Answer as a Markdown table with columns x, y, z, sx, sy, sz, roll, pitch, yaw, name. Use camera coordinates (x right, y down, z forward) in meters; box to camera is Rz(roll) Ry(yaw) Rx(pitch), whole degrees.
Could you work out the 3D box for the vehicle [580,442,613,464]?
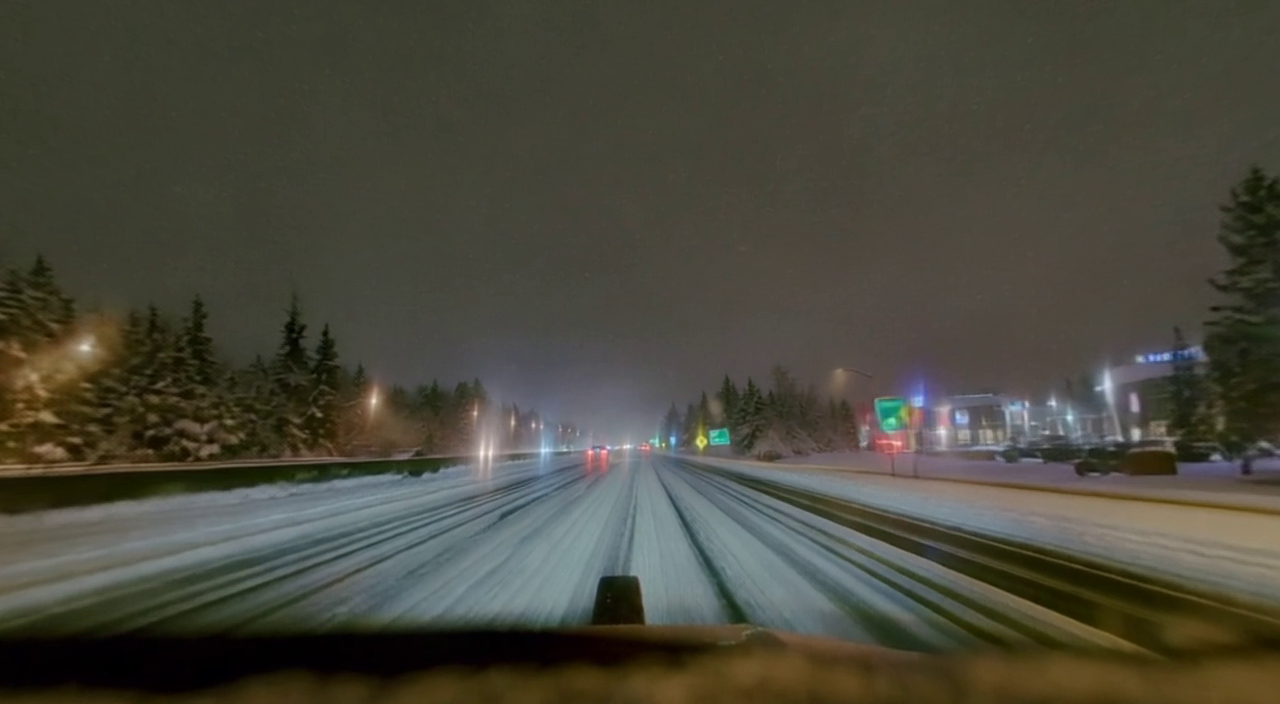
| x | y | z | sx | sy | sz | roll | pitch | yaw | name |
| --- | --- | --- | --- | --- | --- | --- | --- | --- | --- |
| -3.120 | 7.321 | 45.698 | 2.015 | 1.557 | 4.229 | 0 | -9 | 1 | vehicle |
